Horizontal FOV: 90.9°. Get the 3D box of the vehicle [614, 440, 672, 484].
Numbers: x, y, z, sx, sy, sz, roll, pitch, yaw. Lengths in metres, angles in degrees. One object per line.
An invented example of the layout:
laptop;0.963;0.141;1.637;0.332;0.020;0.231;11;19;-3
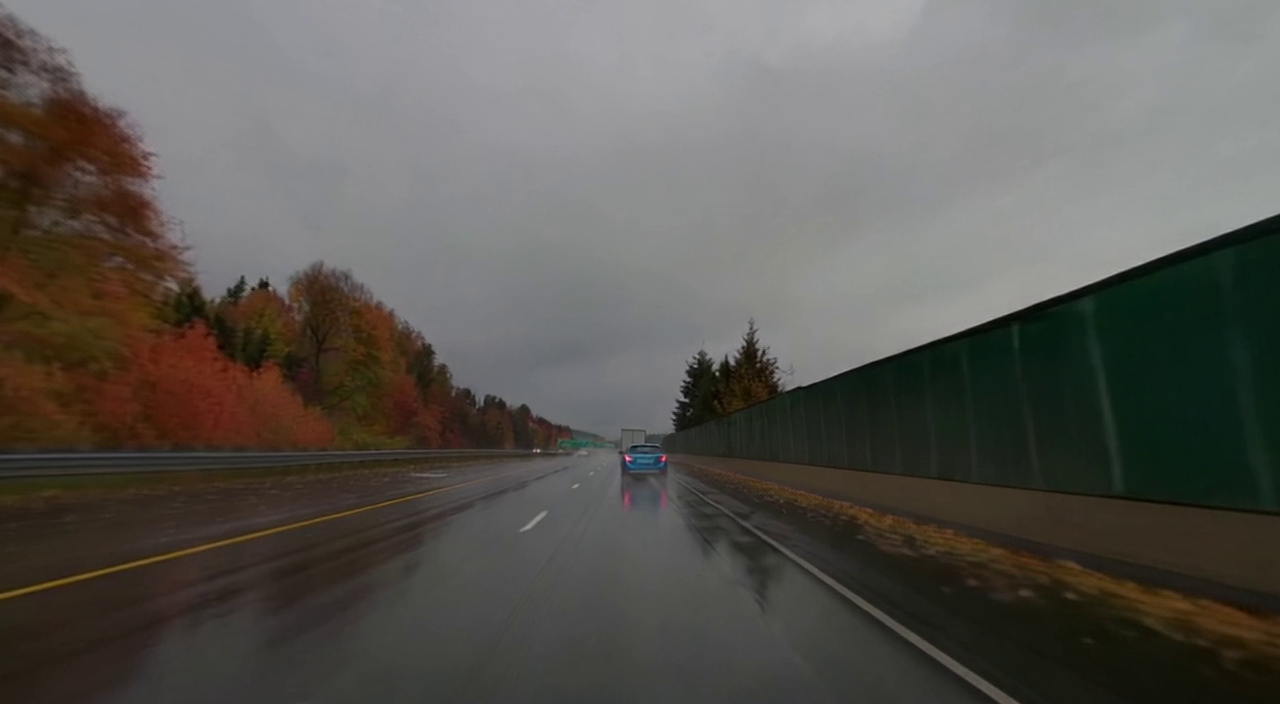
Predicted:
vehicle;0.053;4.175;24.288;2.057;1.516;4.065;0;-8;-2
